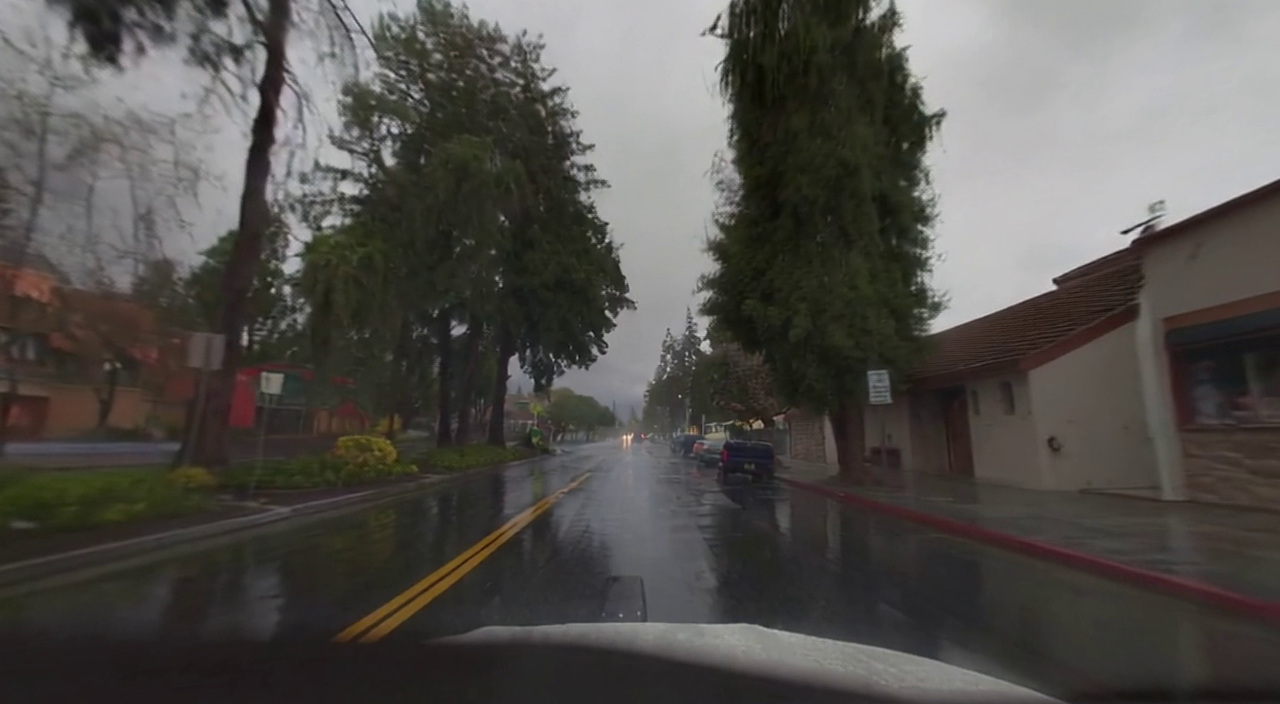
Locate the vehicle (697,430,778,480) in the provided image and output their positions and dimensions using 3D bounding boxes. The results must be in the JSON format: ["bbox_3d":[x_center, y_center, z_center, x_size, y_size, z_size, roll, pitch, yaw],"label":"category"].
[{"bbox_3d":[3.180,3.485,21.537,2.152,1.527,4.010,0,-8,0],"label":"vehicle"}]
